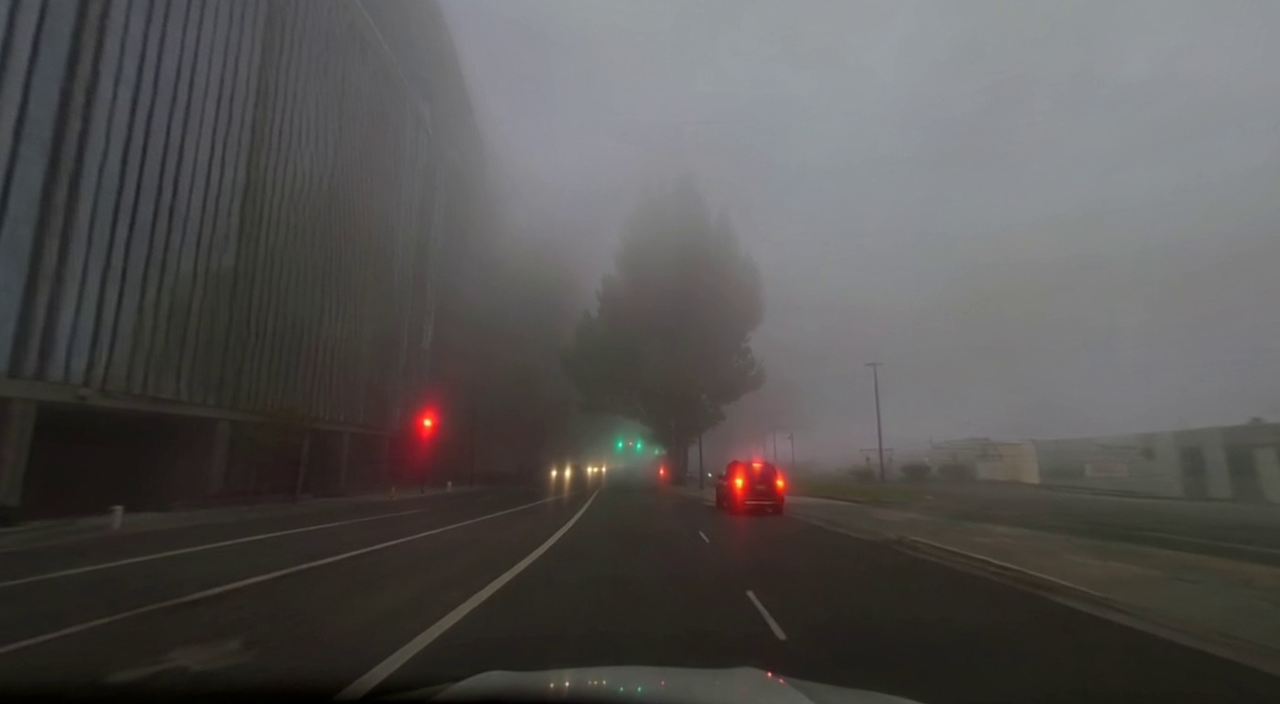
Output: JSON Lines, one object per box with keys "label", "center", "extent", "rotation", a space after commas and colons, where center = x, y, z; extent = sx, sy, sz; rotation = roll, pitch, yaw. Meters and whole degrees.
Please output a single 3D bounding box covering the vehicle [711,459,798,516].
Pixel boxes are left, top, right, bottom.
{"label": "vehicle", "center": [3.227, 3.924, 18.532], "extent": [1.899, 1.470, 3.666], "rotation": [0, -10, 1]}
